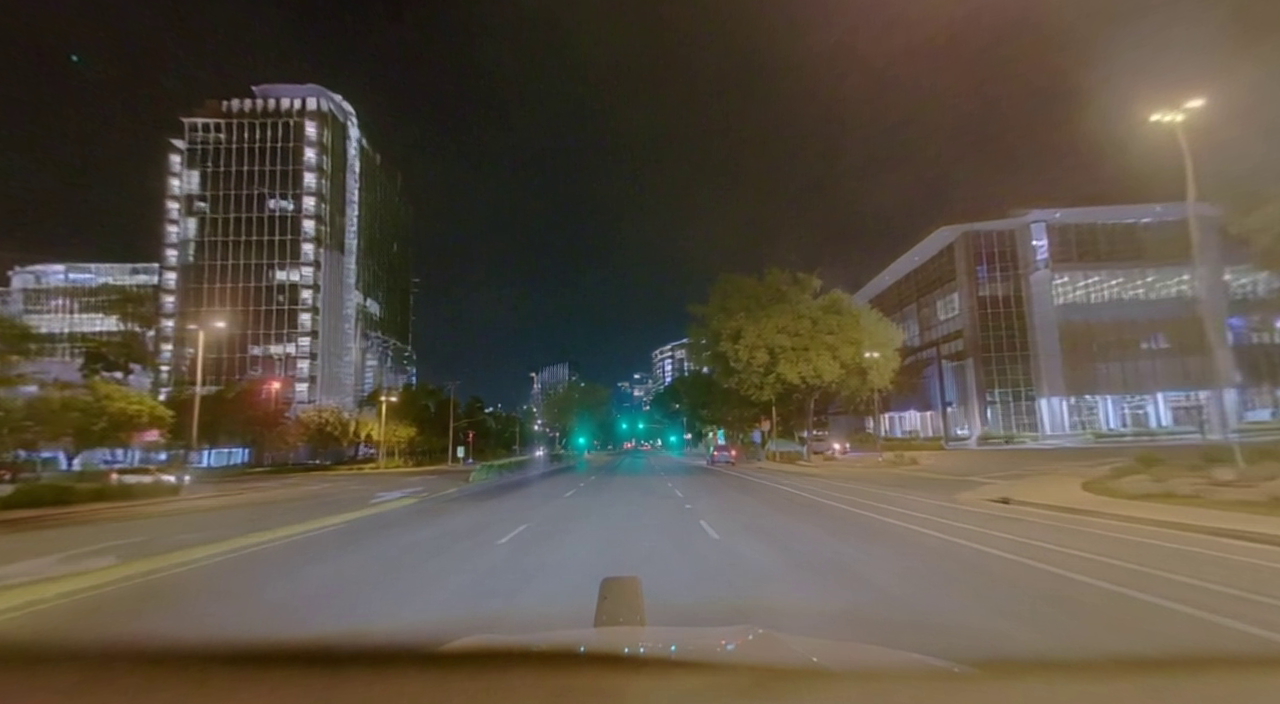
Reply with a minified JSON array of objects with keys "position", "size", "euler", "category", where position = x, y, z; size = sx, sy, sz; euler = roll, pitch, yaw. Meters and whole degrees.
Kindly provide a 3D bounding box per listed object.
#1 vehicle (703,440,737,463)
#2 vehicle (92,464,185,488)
[{"position":[6.057,7.566,48.227],"size":[1.986,1.682,4.341],"euler":[0,-8,0],"category":"vehicle"},{"position":[-32.513,8.017,41.027],"size":[4.359,1.405,1.831],"euler":[0,-8,-1],"category":"vehicle"}]
